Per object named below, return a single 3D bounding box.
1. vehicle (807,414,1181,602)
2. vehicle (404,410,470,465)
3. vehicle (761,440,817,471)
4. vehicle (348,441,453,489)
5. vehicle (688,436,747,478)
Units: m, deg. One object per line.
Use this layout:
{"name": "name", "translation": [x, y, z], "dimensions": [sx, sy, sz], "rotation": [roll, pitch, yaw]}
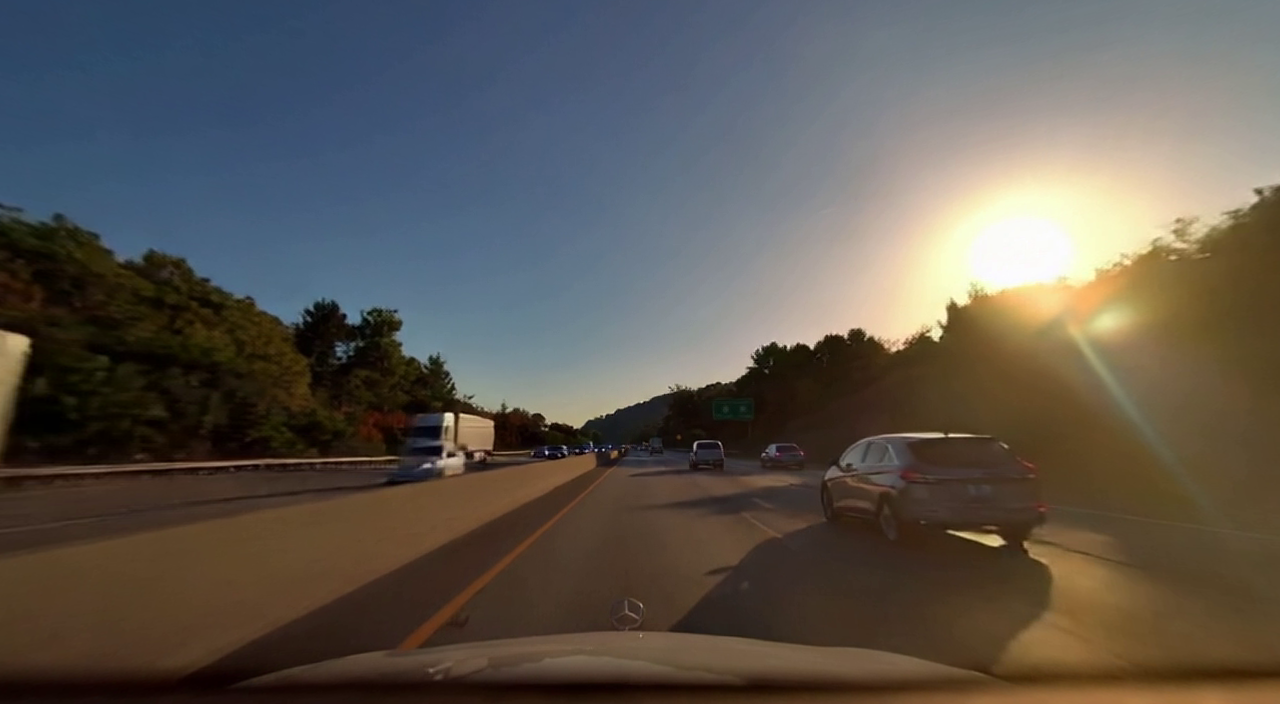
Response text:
{"name": "vehicle", "translation": [3.605, 1.661, 7.570], "dimensions": [2.023, 1.603, 4.159], "rotation": [0, -9, 0]}
{"name": "vehicle", "translation": [-15.596, 6.693, 48.969], "dimensions": [3.045, 3.960, 5.980], "rotation": [0, -9, -1]}
{"name": "vehicle", "translation": [8.470, 5.950, 36.333], "dimensions": [2.018, 1.636, 4.510], "rotation": [0, -9, -1]}
{"name": "vehicle", "translation": [-8.047, 3.835, 21.740], "dimensions": [1.889, 1.476, 4.488], "rotation": [0, -9, 0]}
{"name": "vehicle", "translation": [3.509, 4.874, 29.473], "dimensions": [2.070, 1.751, 4.576], "rotation": [0, -9, -1]}
